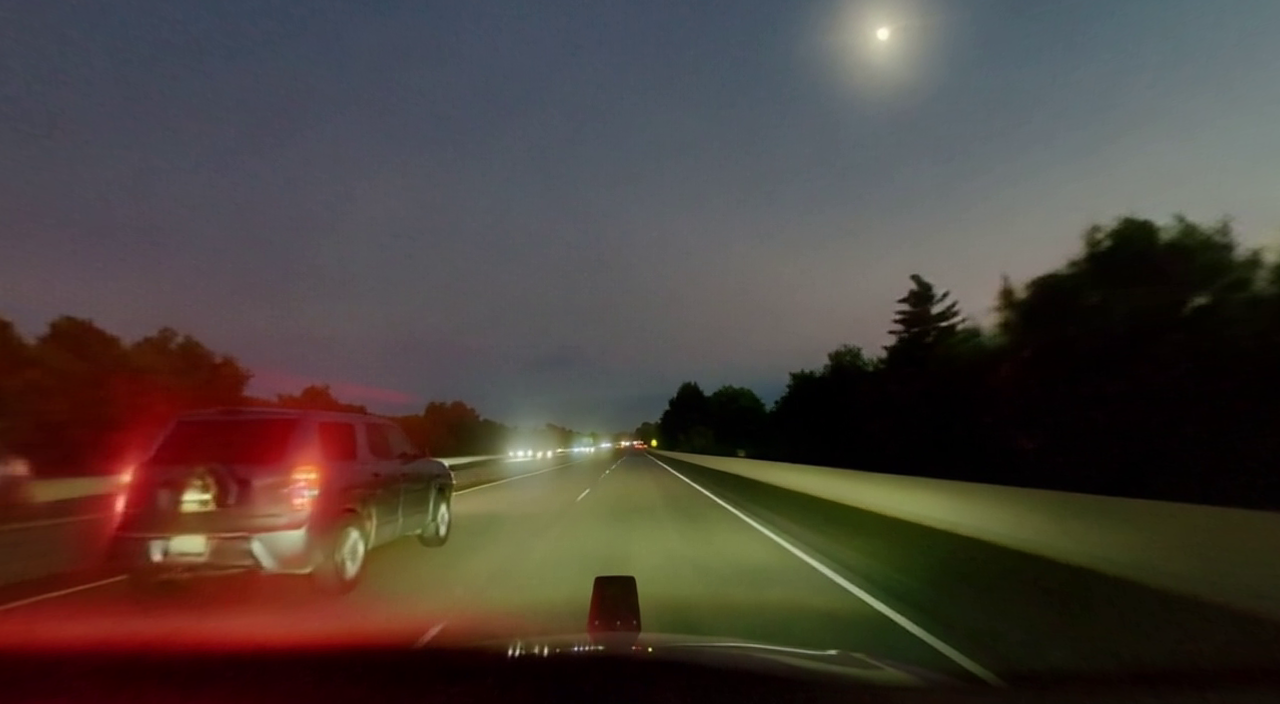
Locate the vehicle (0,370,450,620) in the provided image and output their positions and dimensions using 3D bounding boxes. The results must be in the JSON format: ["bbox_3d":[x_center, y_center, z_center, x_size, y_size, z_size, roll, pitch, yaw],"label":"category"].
[{"bbox_3d":[-3.924,1.376,6.845,2.292,1.802,4.481,0,-9,0],"label":"vehicle"}]
